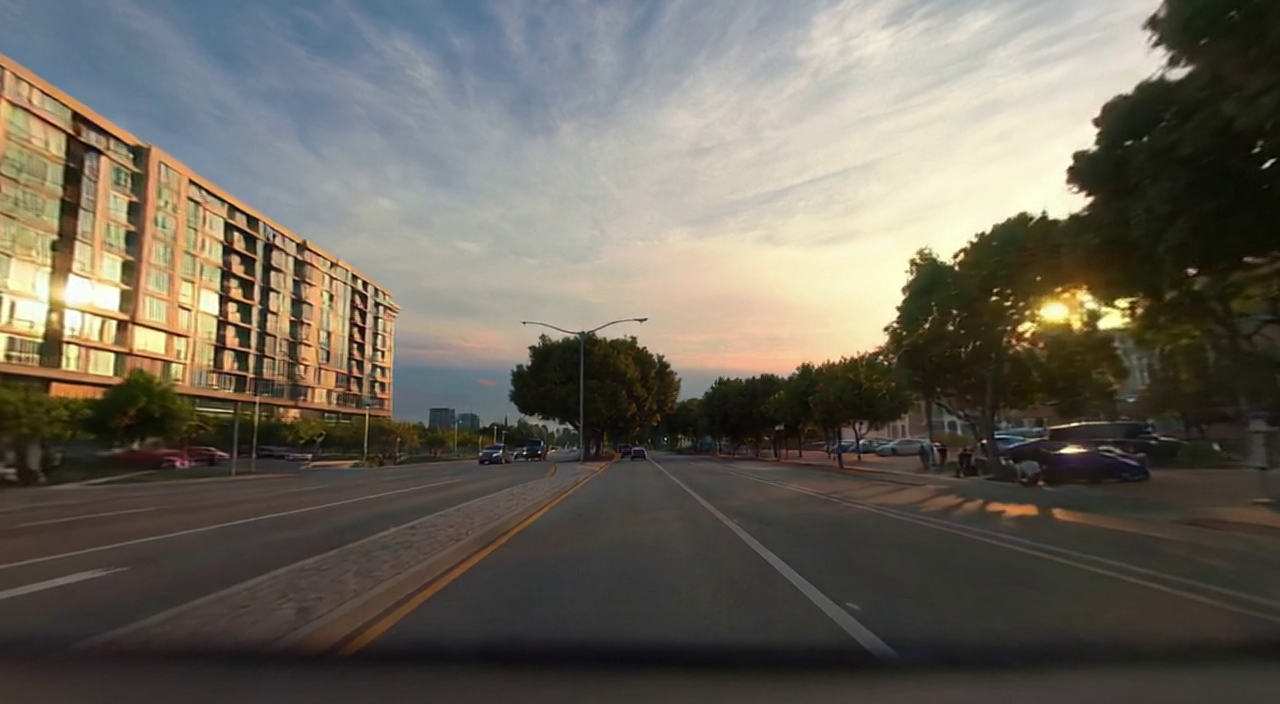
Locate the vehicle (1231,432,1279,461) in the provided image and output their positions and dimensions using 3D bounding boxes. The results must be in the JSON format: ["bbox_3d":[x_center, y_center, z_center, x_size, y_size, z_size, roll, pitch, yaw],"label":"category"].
[{"bbox_3d":[36.565,5.502,36.756,4.821,1.585,2.122,6,-10,-36],"label":"vehicle"}]

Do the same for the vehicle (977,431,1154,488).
[{"bbox_3d":[14.924,3.759,22.330,4.761,1.832,2.201,1,-9,-7],"label":"vehicle"}]
